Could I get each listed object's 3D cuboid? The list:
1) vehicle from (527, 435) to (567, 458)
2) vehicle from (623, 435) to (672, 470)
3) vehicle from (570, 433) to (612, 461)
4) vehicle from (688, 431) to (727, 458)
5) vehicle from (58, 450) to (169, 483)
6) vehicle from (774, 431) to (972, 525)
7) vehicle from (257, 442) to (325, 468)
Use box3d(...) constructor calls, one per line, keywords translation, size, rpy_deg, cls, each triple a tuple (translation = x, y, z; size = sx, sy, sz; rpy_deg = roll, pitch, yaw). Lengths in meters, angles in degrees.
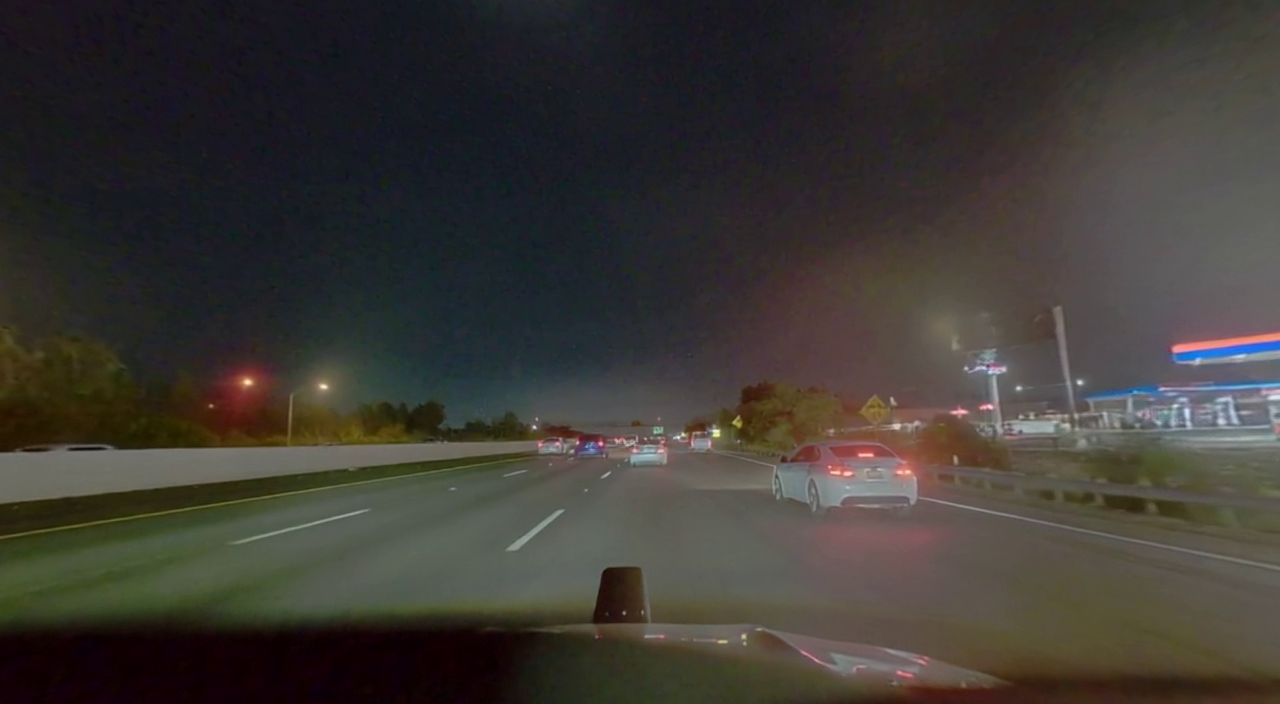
box3d(translation=(-6.436, 6.601, 43.995), size=(1.932, 1.497, 4.458), rpy_deg=(0, -8, 2), cls="vehicle")
box3d(translation=(0.347, 4.599, 29.079), size=(2.113, 1.464, 4.073), rpy_deg=(0, -8, 1), cls="vehicle")
box3d(translation=(-2.854, 5.686, 37.813), size=(1.927, 1.586, 5.142), rpy_deg=(0, -8, 2), cls="vehicle")
box3d(translation=(4.698, 6.485, 44.419), size=(2.261, 1.781, 4.709), rpy_deg=(0, -8, 0), cls="vehicle")
box3d(translation=(-25.272, 5.494, 30.495), size=(1.784, 1.424, 4.083), rpy_deg=(0, -8, 1), cls="vehicle")
box3d(translation=(4.081, 2.271, 11.995), size=(2.030, 1.442, 4.358), rpy_deg=(0, -8, -1), cls="vehicle")
box3d(translation=(-21.454, 6.348, 38.978), size=(1.853, 1.488, 4.035), rpy_deg=(0, -8, 1), cls="vehicle")
